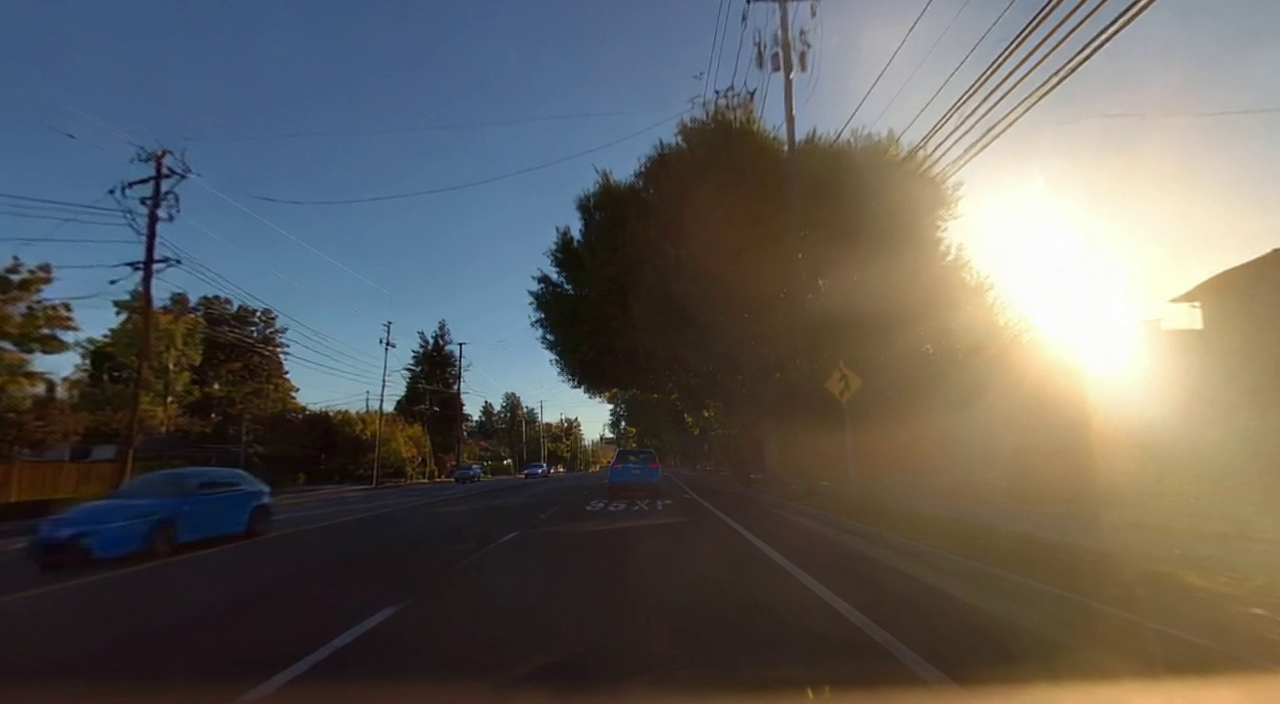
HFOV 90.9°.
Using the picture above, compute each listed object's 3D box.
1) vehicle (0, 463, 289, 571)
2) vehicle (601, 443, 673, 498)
[{"bbox_3d":[-9.082,2.958,12.092,1.960,1.490,4.674,0,-8,0],"label":"vehicle"},{"bbox_3d":[-0.111,3.942,21.509,2.200,1.653,4.127,0,-8,0],"label":"vehicle"}]
